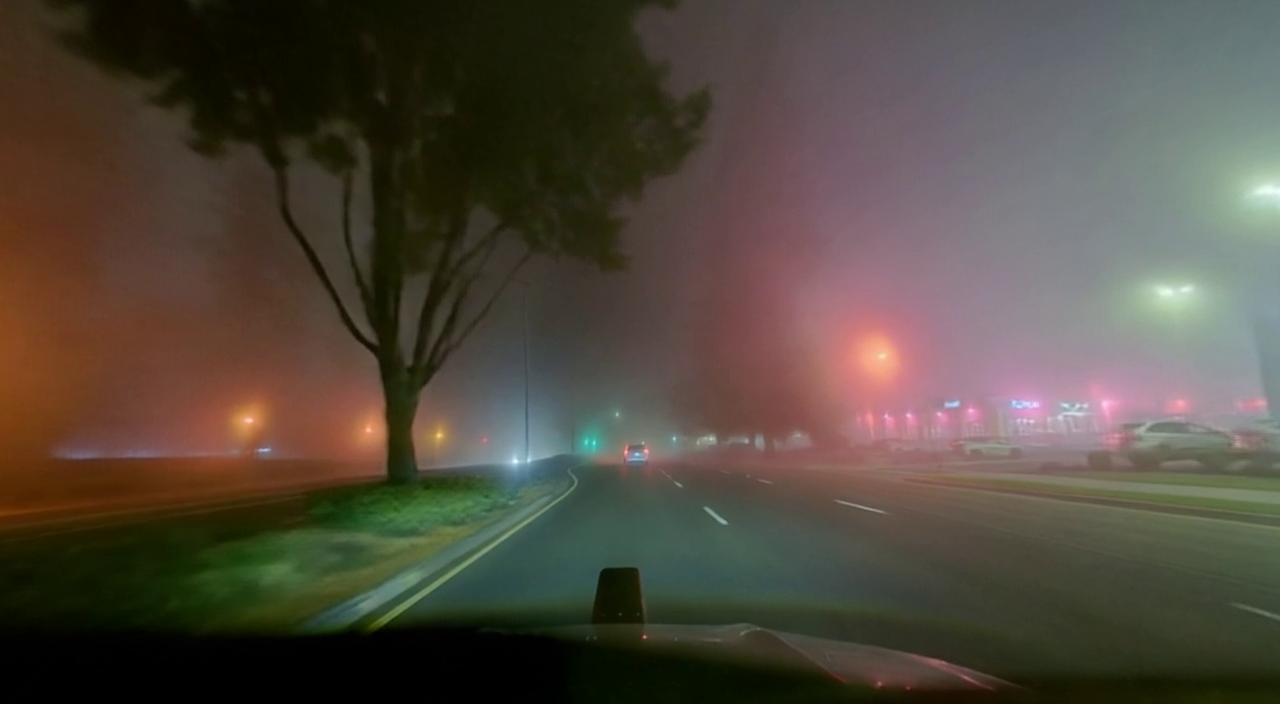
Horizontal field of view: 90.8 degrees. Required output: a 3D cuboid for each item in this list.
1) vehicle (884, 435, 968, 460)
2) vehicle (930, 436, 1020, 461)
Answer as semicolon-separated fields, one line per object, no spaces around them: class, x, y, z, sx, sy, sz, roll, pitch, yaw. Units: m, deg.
vehicle;19.834;6.652;43.991;4.758;1.677;2.154;0;-8;1
vehicle;20.656;5.978;39.060;4.396;1.450;1.956;-1;-8;4
